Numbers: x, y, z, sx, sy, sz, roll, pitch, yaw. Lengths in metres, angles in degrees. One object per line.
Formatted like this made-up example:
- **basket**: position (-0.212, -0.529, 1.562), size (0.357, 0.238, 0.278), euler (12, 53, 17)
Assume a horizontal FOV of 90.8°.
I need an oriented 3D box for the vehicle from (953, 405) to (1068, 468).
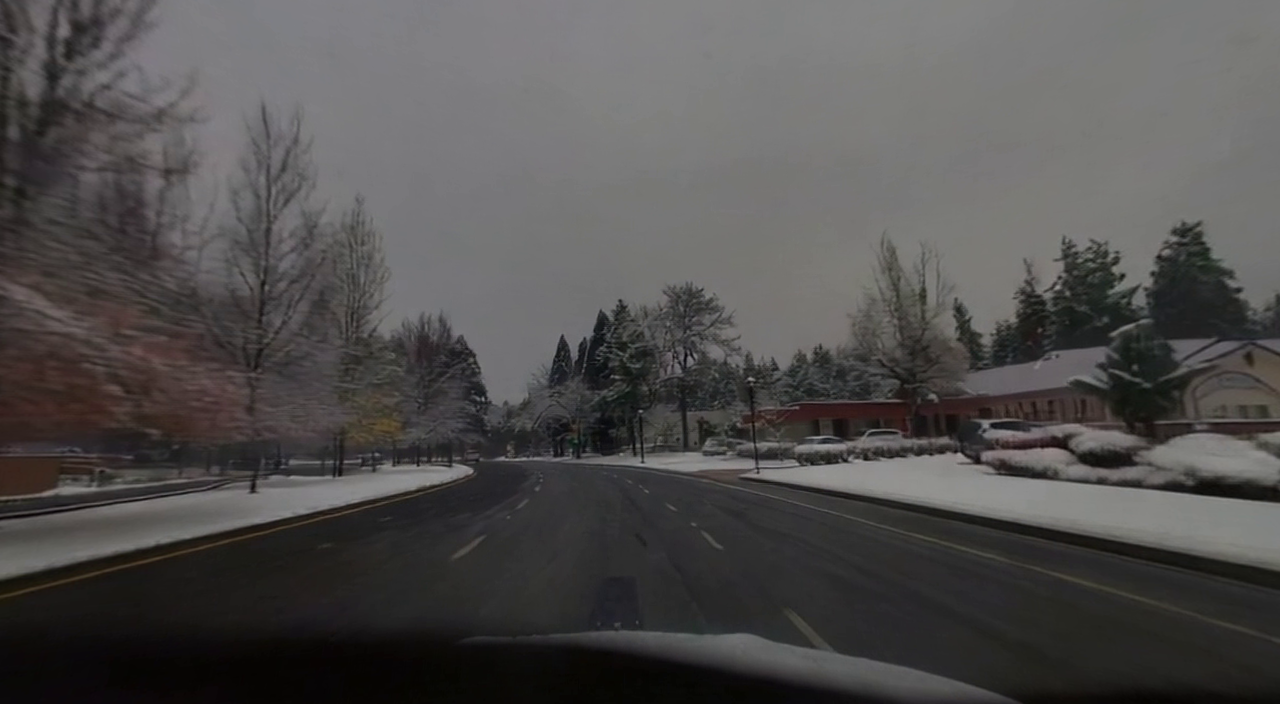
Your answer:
- **vehicle**: position (12.791, 2.948, 21.648), size (2.110, 1.863, 4.977), euler (-11, -13, 42)
